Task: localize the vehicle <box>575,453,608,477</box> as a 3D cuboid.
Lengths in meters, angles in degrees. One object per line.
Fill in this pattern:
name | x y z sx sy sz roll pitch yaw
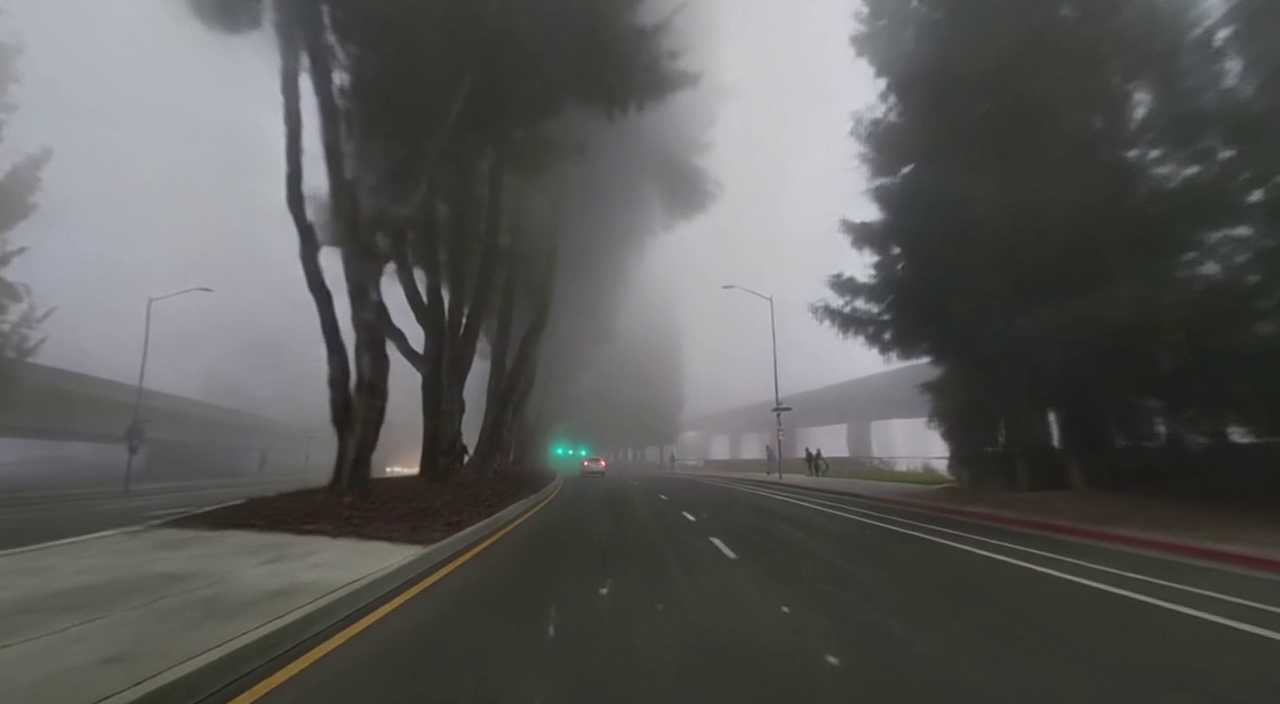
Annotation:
vehicle | -3.829 8.723 49.080 2.184 1.713 4.231 1 -9 -9
